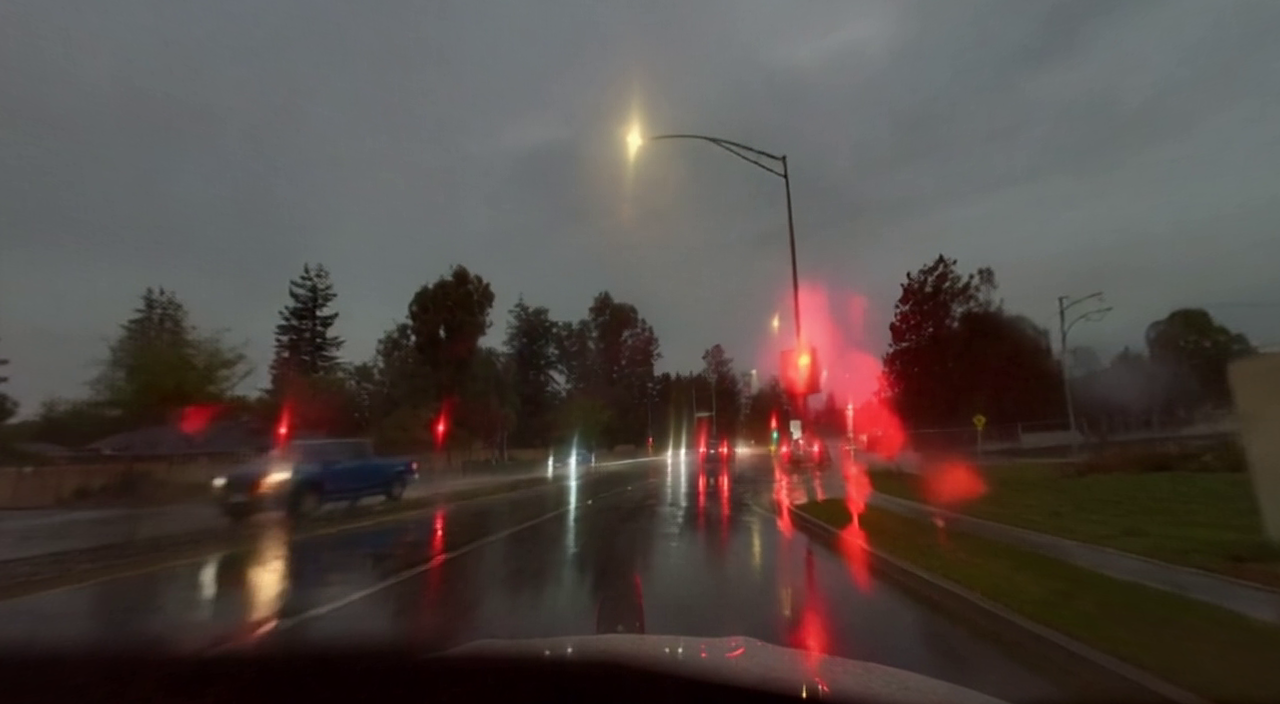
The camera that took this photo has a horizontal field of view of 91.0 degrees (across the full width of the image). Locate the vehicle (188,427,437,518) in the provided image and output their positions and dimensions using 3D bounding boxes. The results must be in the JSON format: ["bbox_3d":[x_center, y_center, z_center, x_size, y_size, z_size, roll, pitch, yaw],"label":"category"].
[{"bbox_3d":[-8.666,3.265,17.900,2.369,2.041,6.995,-2,-9,11],"label":"vehicle"}]

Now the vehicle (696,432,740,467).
[{"bbox_3d":[4.650,5.722,36.973,2.059,1.908,4.714,-2,-9,12],"label":"vehicle"}]

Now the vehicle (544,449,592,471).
[{"bbox_3d":[-5.227,7.965,46.596,1.916,1.484,4.867,-2,-9,14],"label":"vehicle"}]
